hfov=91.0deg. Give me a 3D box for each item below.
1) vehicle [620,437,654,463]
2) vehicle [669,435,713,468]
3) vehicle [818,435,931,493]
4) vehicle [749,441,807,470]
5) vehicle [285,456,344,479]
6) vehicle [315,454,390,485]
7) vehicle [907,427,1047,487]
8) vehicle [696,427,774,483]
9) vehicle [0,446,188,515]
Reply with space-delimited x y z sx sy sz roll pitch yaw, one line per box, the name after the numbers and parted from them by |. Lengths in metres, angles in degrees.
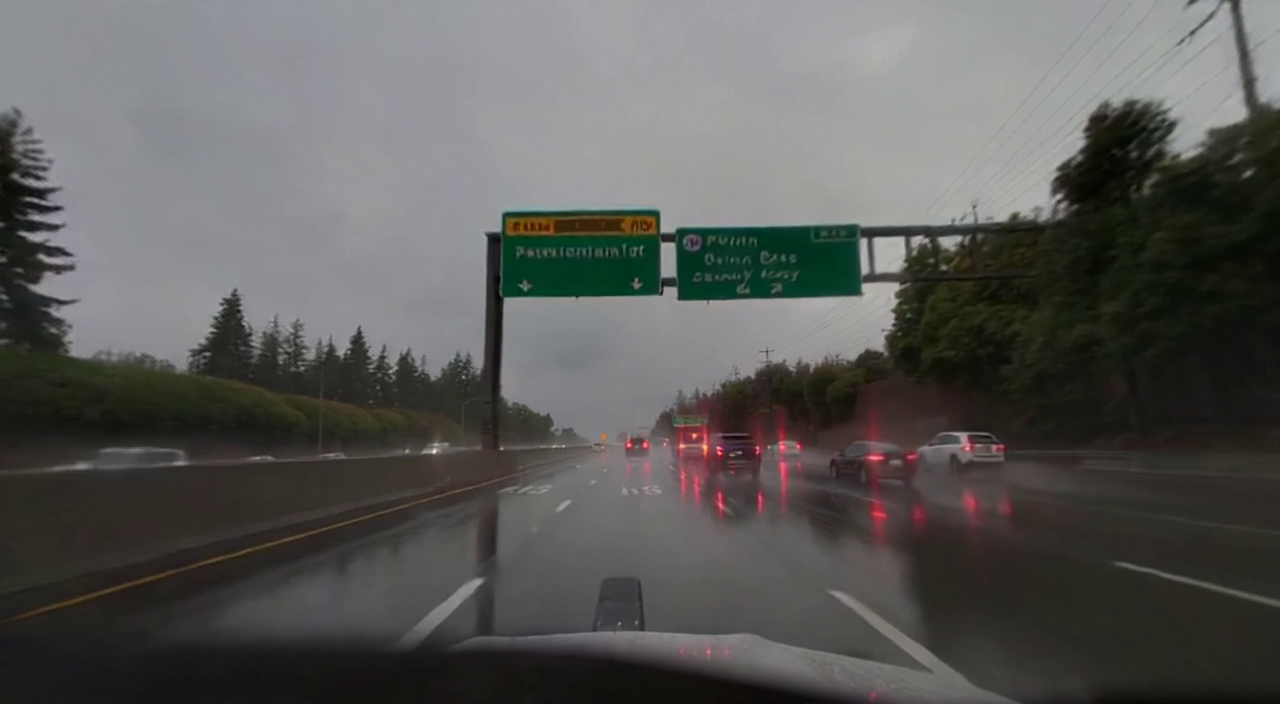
-0.240 7.157 45.979 2.314 1.796 4.254 0 -8 -1 | vehicle
2.984 6.006 38.128 2.152 1.821 4.853 0 -8 -1 | vehicle
6.830 3.289 18.800 1.836 1.527 3.783 0 -8 -1 | vehicle
7.437 5.595 34.306 1.964 1.475 4.310 0 -8 -3 | vehicle
-23.301 8.246 45.194 1.794 1.456 4.630 0 -8 -1 | vehicle
-15.297 6.244 33.796 1.878 1.486 4.580 0 -8 0 | vehicle
10.693 3.366 20.478 1.925 1.708 4.643 0 -8 -1 | vehicle
3.485 3.894 24.052 2.095 1.886 4.727 0 -8 -2 | vehicle
-18.940 4.282 21.775 2.413 2.039 5.671 0 -8 -1 | vehicle
